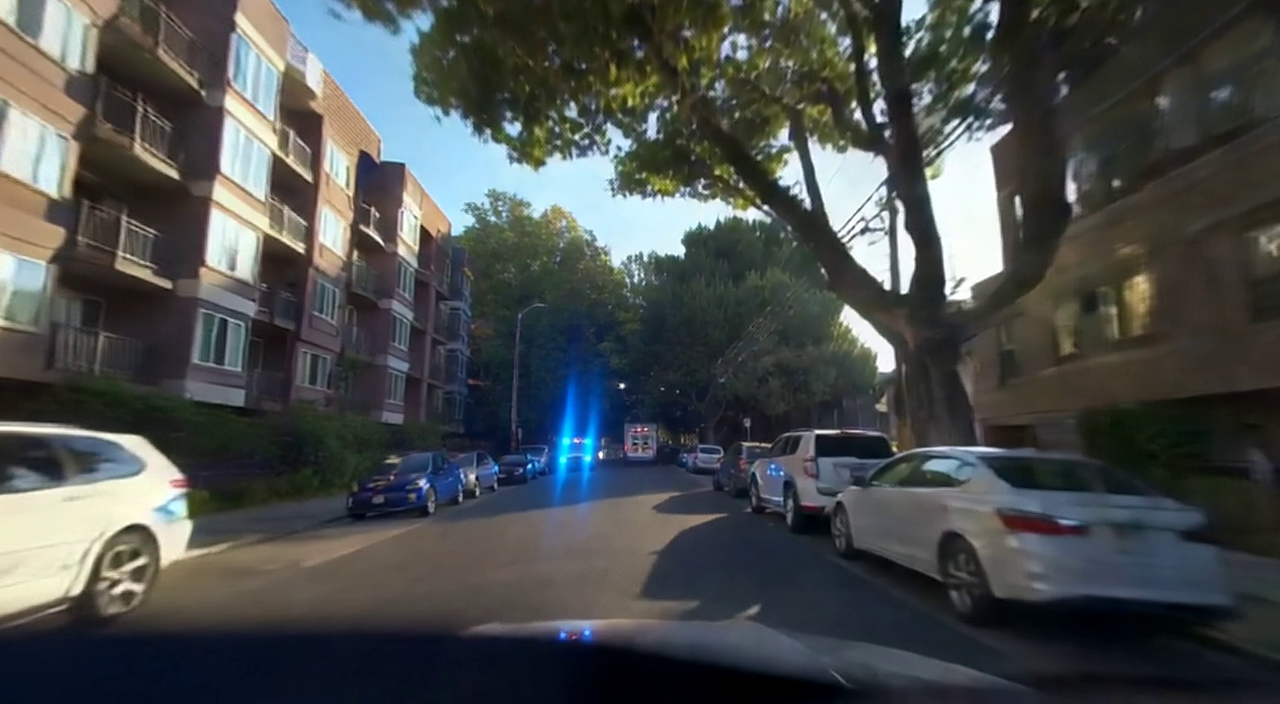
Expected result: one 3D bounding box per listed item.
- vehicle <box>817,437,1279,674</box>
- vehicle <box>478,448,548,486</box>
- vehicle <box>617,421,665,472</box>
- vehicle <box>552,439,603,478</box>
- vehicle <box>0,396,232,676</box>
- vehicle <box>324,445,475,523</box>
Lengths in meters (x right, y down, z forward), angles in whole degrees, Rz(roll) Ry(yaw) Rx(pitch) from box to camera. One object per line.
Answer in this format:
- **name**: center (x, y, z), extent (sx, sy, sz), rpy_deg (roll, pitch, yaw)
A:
- **vehicle**: center (3.365, 1.642, 6.319), extent (1.913, 1.434, 4.408), rpy_deg (2, -8, 0)
- **vehicle**: center (-5.331, 4.874, 27.148), extent (2.047, 1.471, 4.647), rpy_deg (0, -8, 0)
- **vehicle**: center (-0.090, 6.257, 41.813), extent (2.754, 3.008, 7.730), rpy_deg (0, -9, -3)
- **vehicle**: center (-2.992, 5.209, 31.170), extent (2.029, 1.802, 4.229), rpy_deg (0, -8, 1)
- **vehicle**: center (-5.289, 1.180, 3.920), extent (2.131, 1.821, 4.976), rpy_deg (0, -8, 0)
- **vehicle**: center (-5.455, 3.010, 15.009), extent (1.921, 1.482, 4.280), rpy_deg (-2, -8, 0)
